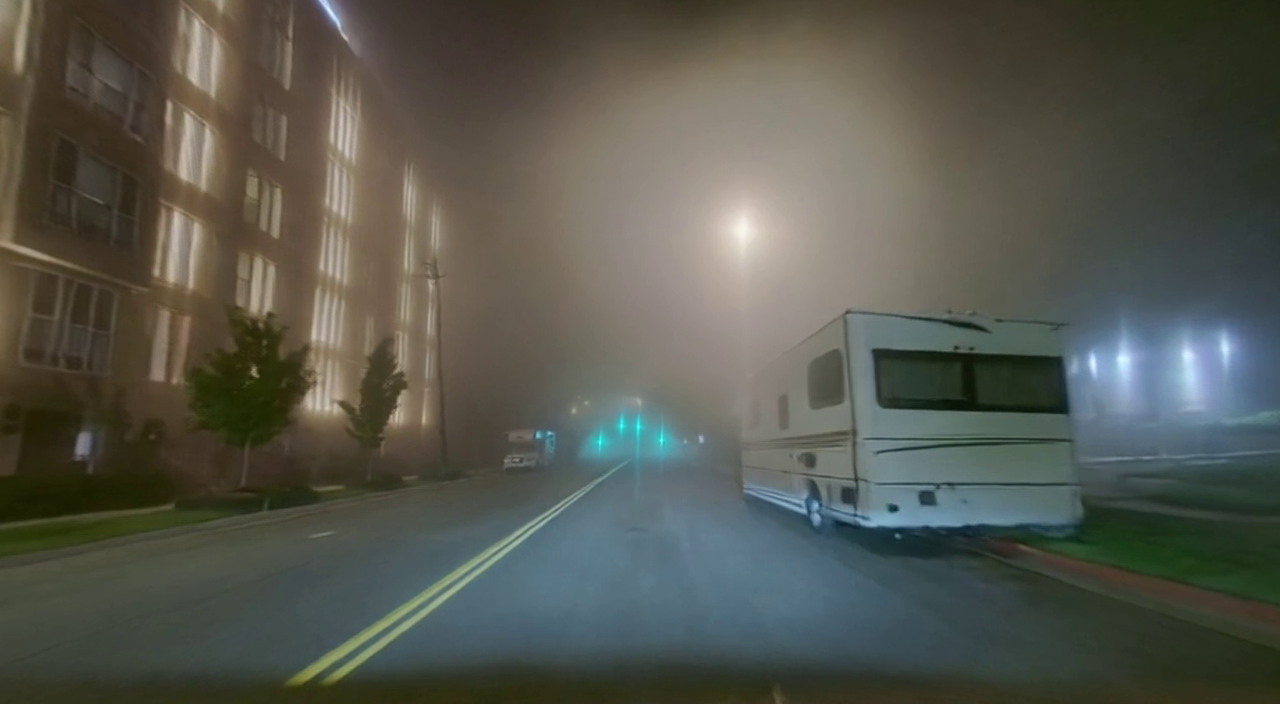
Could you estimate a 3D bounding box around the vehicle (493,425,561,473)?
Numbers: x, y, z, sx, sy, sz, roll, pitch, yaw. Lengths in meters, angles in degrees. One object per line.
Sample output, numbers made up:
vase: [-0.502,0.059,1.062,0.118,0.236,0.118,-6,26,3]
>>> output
vehicle: [-7.103,6.164,40.856,3.108,2.771,7.999,0,-7,-1]

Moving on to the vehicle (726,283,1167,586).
vehicle: [3.742,1.416,10.939,3.074,3.099,8.805,1,-8,-1]
